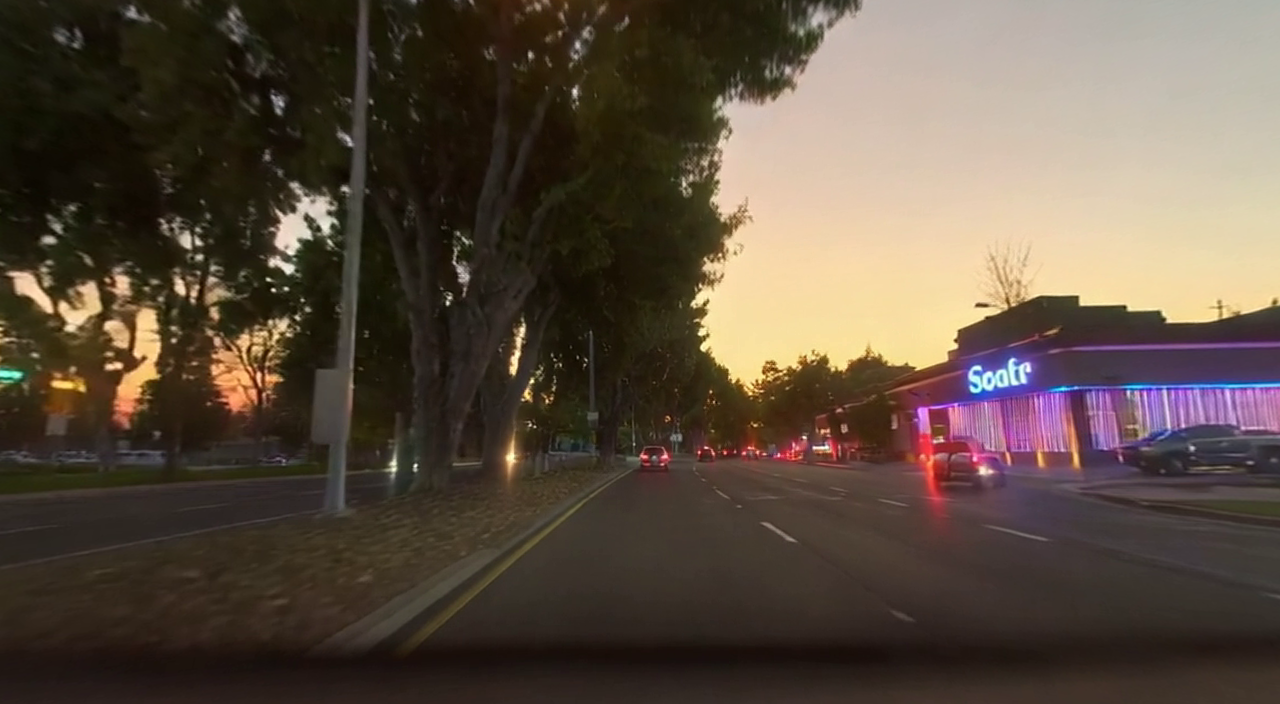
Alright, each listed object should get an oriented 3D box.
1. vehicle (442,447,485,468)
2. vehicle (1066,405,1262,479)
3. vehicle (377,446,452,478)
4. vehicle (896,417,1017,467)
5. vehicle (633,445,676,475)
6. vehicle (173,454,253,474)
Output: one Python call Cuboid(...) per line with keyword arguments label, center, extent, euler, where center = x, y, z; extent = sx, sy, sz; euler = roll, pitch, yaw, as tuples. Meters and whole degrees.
Cuboid(label="vehicle", center=(-13.428, 8.042, 48.373), extent=(1.843, 1.486, 4.700), euler=(0, -8, 1))
Cuboid(label="vehicle", center=(20.619, 3.559, 25.021), extent=(5.953, 2.747, 2.389), euler=(1, -8, -9))
Cuboid(label="vehicle", center=(-10.828, 5.306, 30.753), extent=(1.907, 1.429, 4.439), euler=(-1, -8, 2))
Cuboid(label="vehicle", center=(21.502, 6.156, 43.112), extent=(6.856, 3.118, 2.741), euler=(0, -10, -11))
Cuboid(label="vehicle", center=(0.774, 5.616, 33.103), extent=(2.095, 1.456, 3.873), euler=(-1, -8, 2))
Cuboid(label="vehicle", center=(-33.075, 8.694, 49.085), extent=(4.678, 1.468, 1.949), euler=(1, -9, -11))
